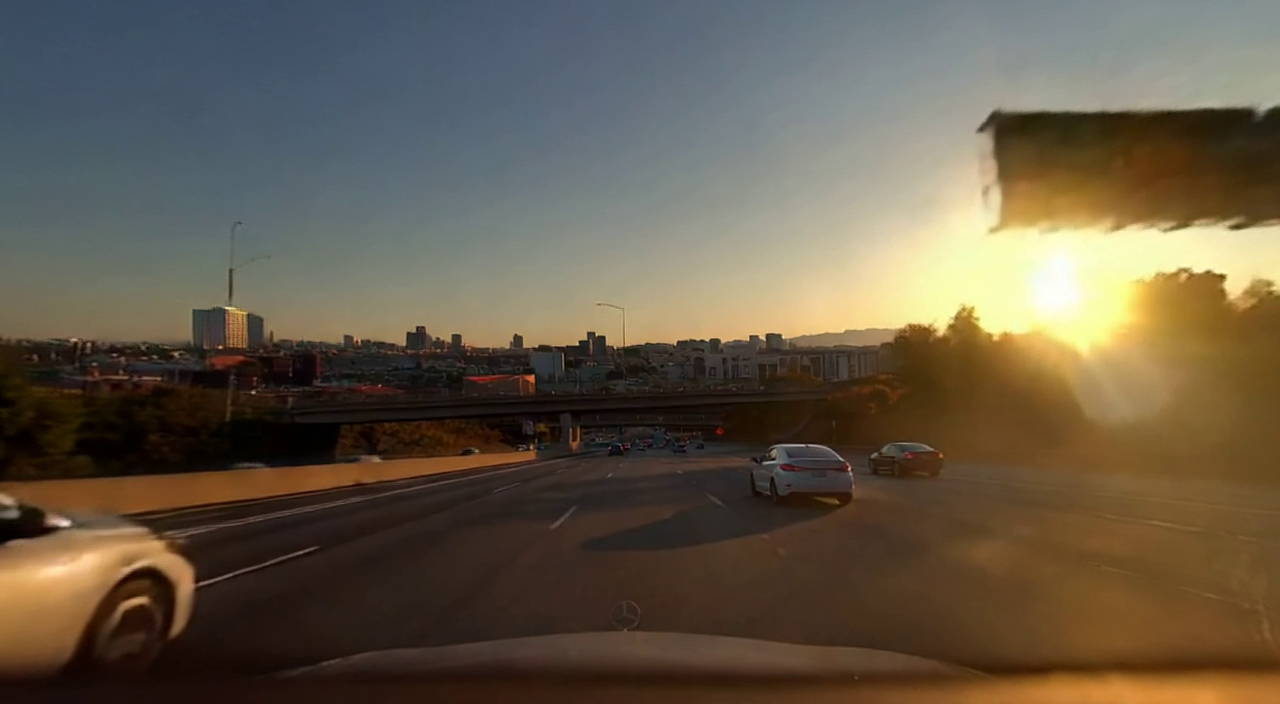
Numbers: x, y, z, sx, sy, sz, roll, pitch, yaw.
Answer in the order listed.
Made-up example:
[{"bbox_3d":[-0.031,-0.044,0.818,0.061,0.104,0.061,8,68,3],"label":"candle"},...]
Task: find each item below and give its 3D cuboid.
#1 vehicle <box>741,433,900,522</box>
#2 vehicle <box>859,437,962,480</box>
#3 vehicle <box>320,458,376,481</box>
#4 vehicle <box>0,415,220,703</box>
[{"bbox_3d":[3.451,2.478,13.005,1.961,1.504,4.094,0,-9,-1],"label":"vehicle"},{"bbox_3d":[10.455,4.134,24.813,2.019,1.529,4.385,0,-9,-1],"label":"vehicle"},{"bbox_3d":[-21.308,8.574,46.246,1.852,1.460,4.707,0,-9,0],"label":"vehicle"},{"bbox_3d":[-3.557,0.894,1.609,1.975,1.536,4.295,0,-9,0],"label":"vehicle"}]
